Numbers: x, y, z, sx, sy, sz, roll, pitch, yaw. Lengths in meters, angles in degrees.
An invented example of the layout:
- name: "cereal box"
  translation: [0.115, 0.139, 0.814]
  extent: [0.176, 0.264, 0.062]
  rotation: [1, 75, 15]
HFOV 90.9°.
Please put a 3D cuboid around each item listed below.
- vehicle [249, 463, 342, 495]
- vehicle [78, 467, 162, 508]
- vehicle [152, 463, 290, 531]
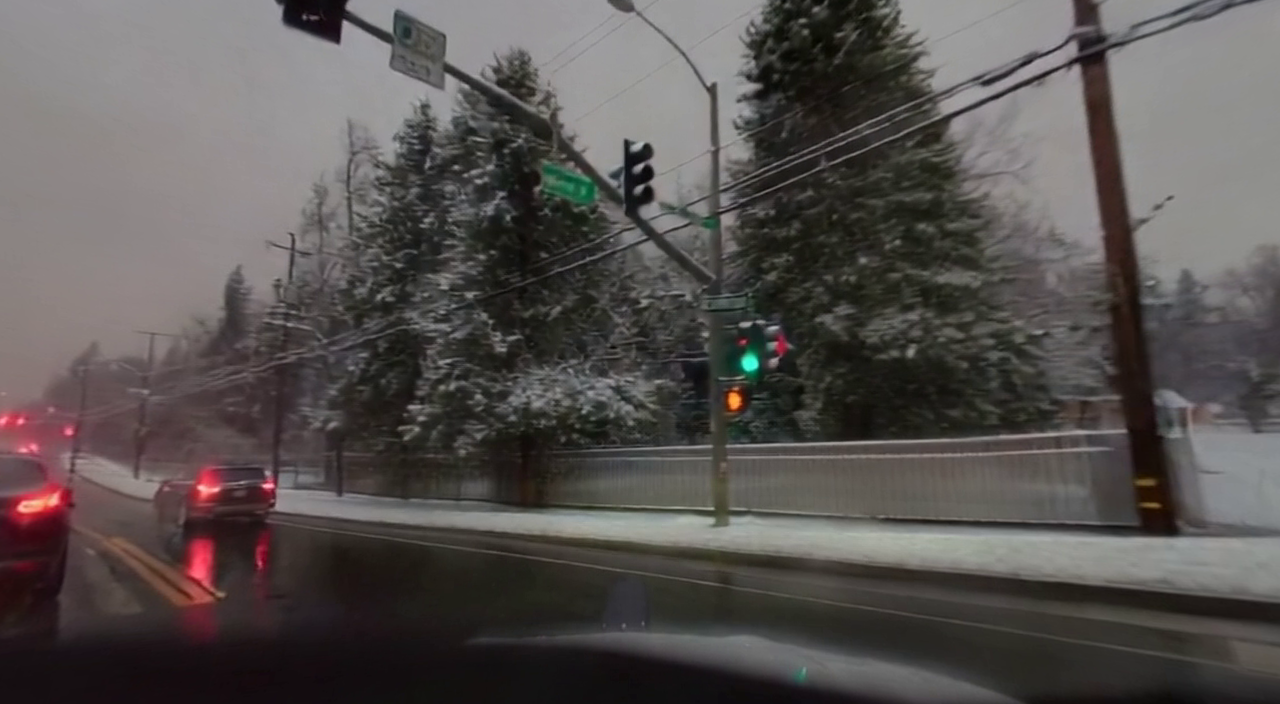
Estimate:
- name: "vehicle"
  translation: [-22.244, 8.187, 40.850]
  extent: [1.938, 1.754, 4.839]
  rotation: [-7, -11, 36]
- name: "vehicle"
  translation: [-22.520, 5.783, 27.237]
  extent: [4.343, 1.492, 2.063]
  rotation: [-8, -11, 42]
- name: "vehicle"
  translation: [-11.827, 3.936, 17.656]
  extent: [4.512, 1.506, 2.078]
  rotation: [-8, -11, 42]
